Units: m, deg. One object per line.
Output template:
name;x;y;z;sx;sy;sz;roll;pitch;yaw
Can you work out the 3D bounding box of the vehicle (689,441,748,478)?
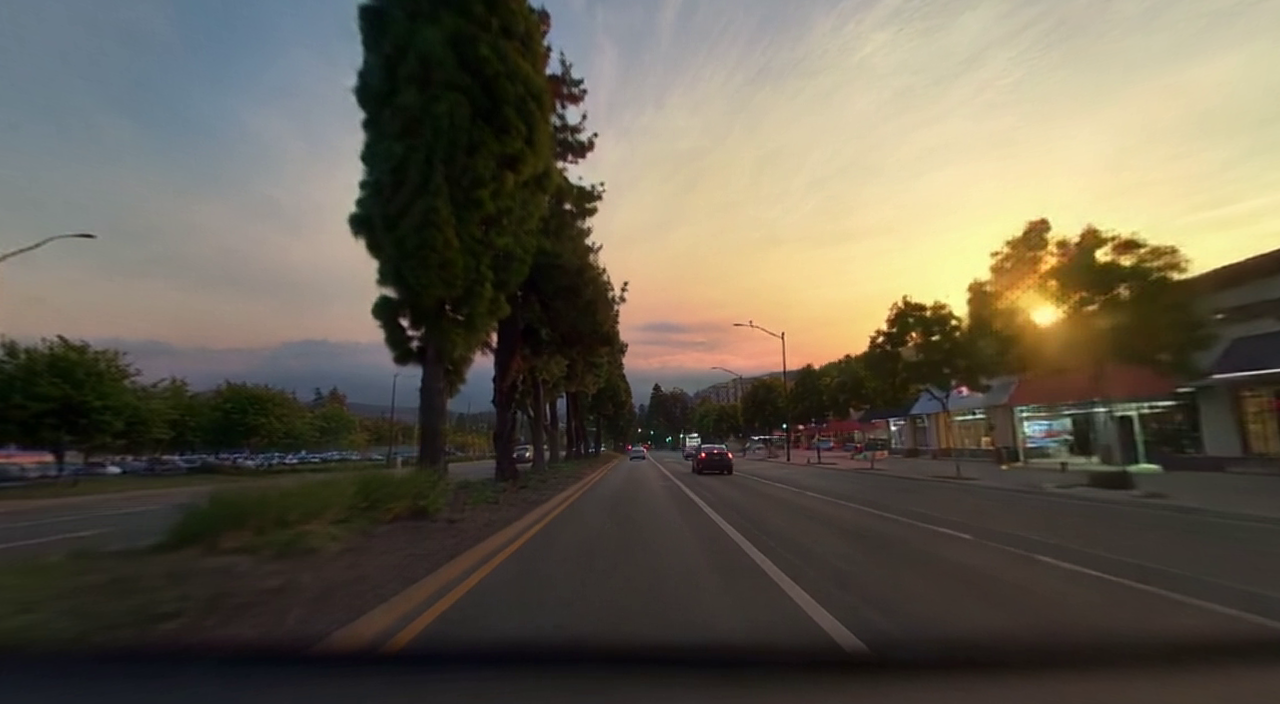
vehicle;3.406;4.767;28.191;1.983;1.482;4.463;0;-9;-1
